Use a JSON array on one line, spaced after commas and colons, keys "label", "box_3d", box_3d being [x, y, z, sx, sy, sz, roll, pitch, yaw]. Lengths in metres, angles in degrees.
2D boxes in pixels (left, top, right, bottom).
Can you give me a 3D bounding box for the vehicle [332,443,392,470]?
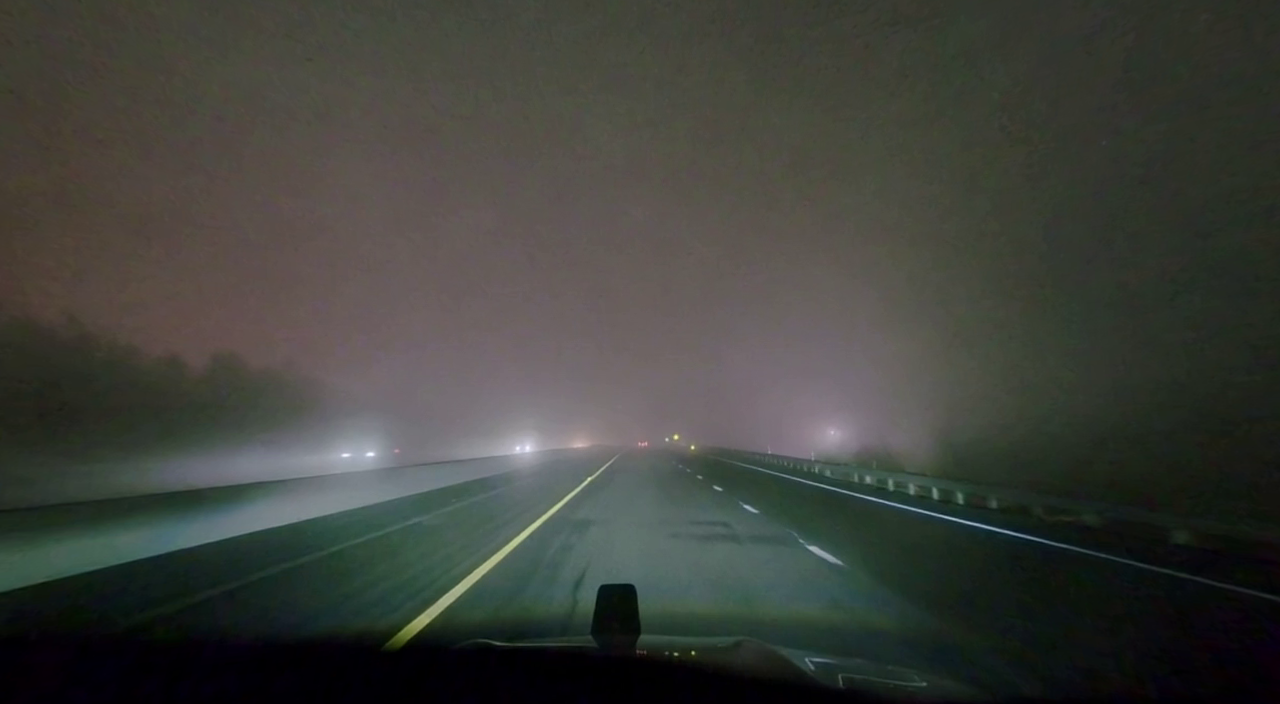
[{"label": "vehicle", "box_3d": [-15.984, 5.998, 36.404, 1.828, 1.439, 3.737, 0, -8, -1]}]
